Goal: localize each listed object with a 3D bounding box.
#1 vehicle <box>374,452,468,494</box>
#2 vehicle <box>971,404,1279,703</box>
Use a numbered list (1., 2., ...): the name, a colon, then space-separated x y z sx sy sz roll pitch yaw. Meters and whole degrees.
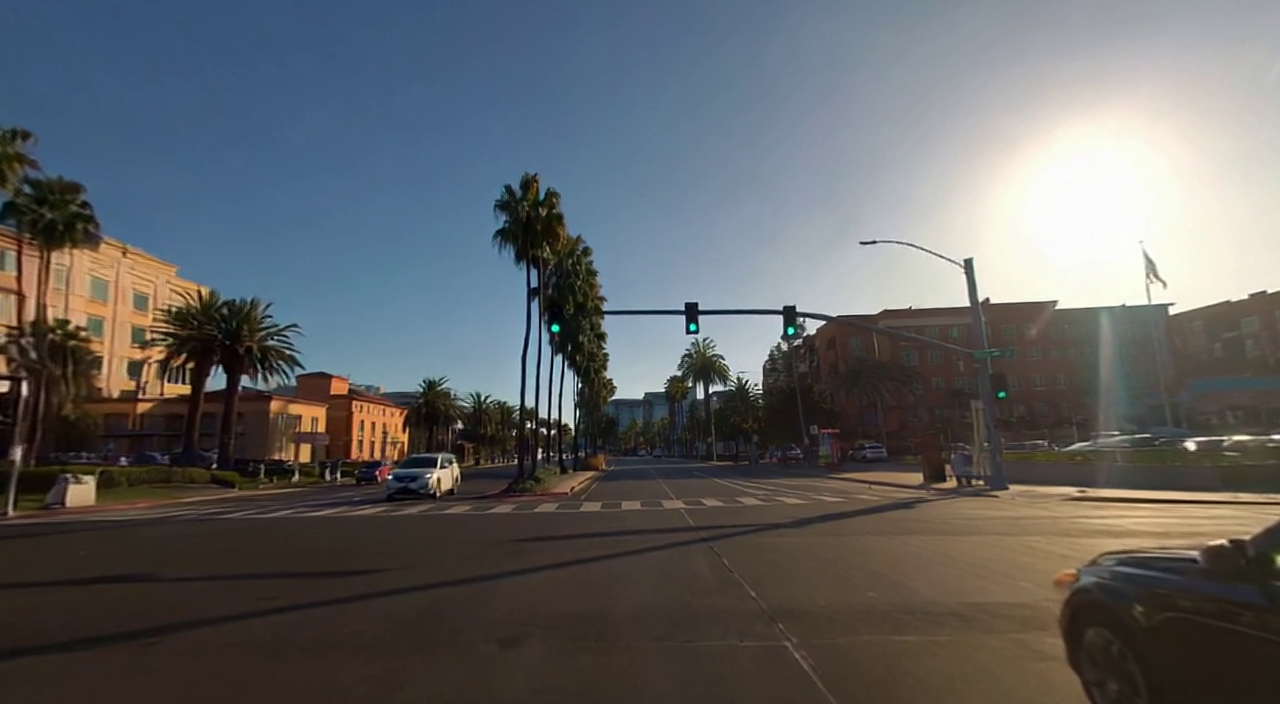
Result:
1. vehicle: -8.622 4.781 25.318 2.095 1.482 4.523 0 -9 1
2. vehicle: 3.087 0.859 1.694 1.997 1.473 4.282 0 -9 -1
